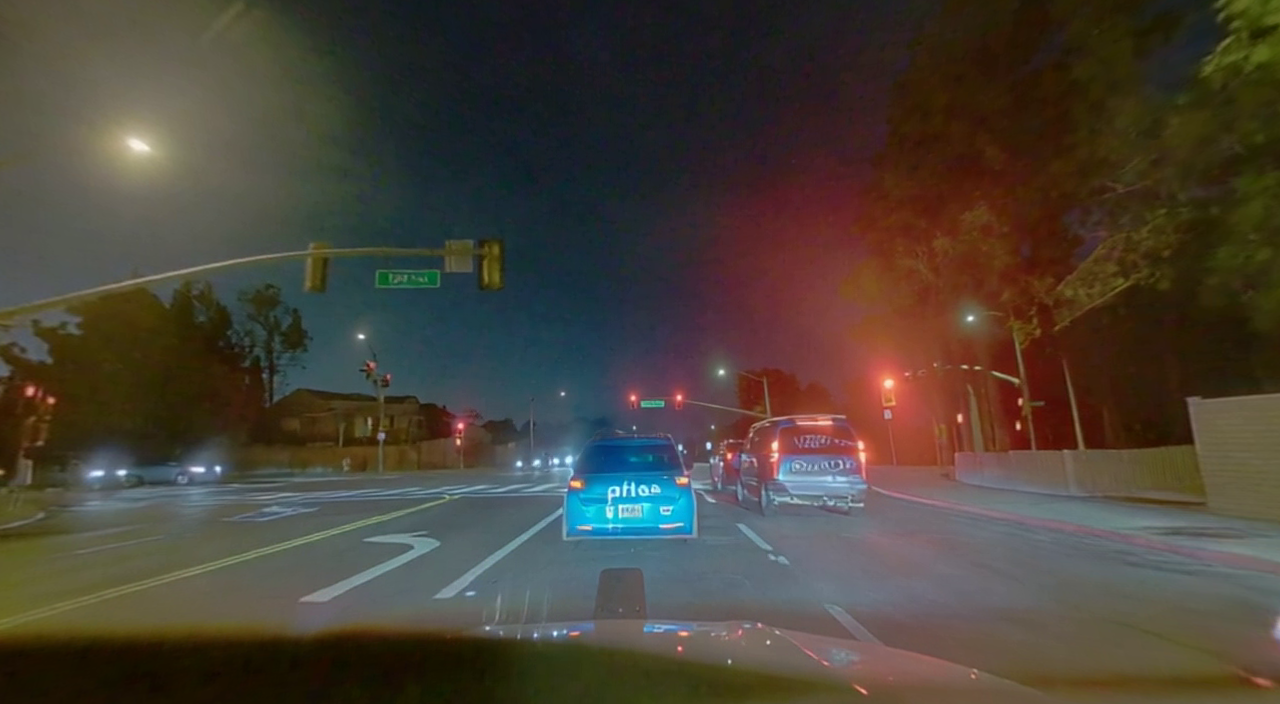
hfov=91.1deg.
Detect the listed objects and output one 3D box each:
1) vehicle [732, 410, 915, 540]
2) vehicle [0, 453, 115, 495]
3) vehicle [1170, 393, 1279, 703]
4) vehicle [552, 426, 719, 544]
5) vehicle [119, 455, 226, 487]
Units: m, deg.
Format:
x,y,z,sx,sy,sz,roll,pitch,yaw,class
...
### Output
x,y,z,sx,sy,sz,roll,pitch,yaw,class
3.082,2.175,11.631,2.059,1.924,4.257,0,-9,0,vehicle
-28.399,5.769,29.810,4.757,1.841,2.121,1,-9,-7,vehicle
3.234,0.614,0.325,1.934,1.506,4.544,0,-9,0,vehicle
-0.045,2.189,10.980,2.321,1.624,4.367,0,-9,1,vehicle
-25.219,6.395,34.003,4.073,1.603,1.920,1,-9,-8,vehicle
